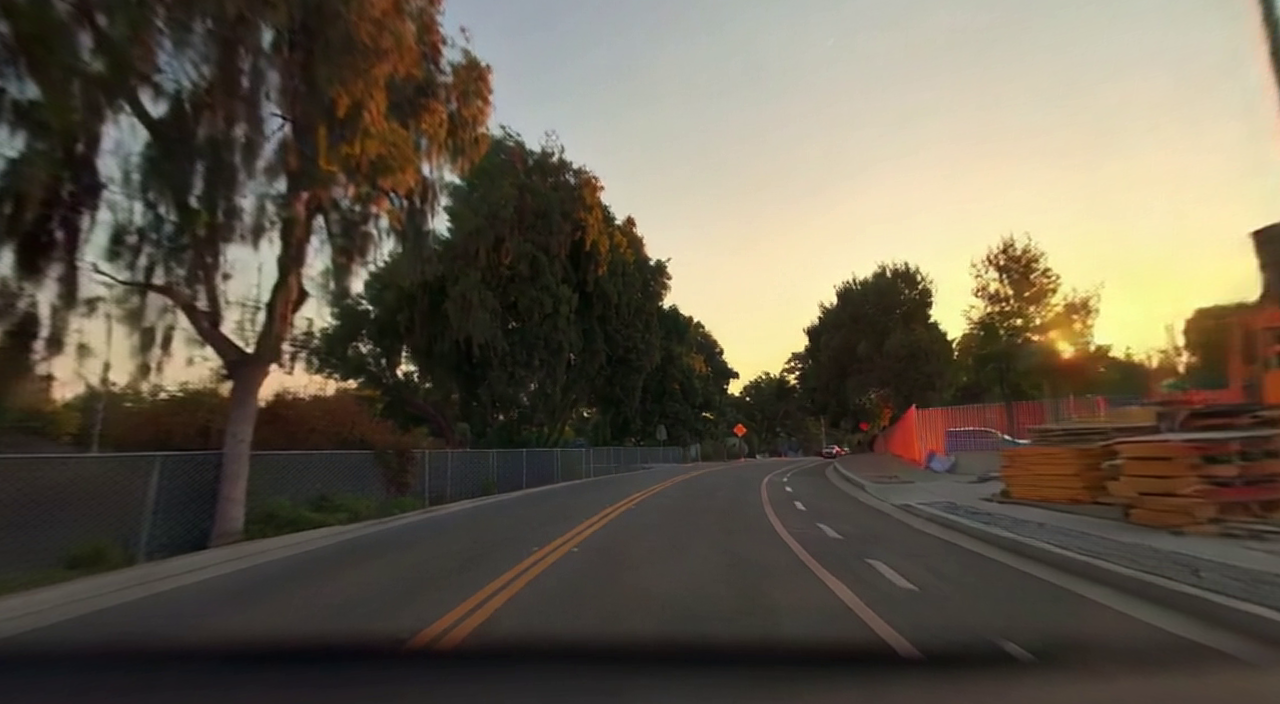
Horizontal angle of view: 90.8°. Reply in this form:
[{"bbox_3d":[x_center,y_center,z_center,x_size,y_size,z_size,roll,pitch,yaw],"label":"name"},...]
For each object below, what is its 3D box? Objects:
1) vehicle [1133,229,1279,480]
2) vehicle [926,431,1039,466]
[{"bbox_3d":[10.850,-0.307,6.983,2.984,3.691,10.409,-1,-8,4],"label":"vehicle"},{"bbox_3d":[15.796,4.505,29.366,4.221,1.440,1.915,-5,-10,17],"label":"vehicle"}]
